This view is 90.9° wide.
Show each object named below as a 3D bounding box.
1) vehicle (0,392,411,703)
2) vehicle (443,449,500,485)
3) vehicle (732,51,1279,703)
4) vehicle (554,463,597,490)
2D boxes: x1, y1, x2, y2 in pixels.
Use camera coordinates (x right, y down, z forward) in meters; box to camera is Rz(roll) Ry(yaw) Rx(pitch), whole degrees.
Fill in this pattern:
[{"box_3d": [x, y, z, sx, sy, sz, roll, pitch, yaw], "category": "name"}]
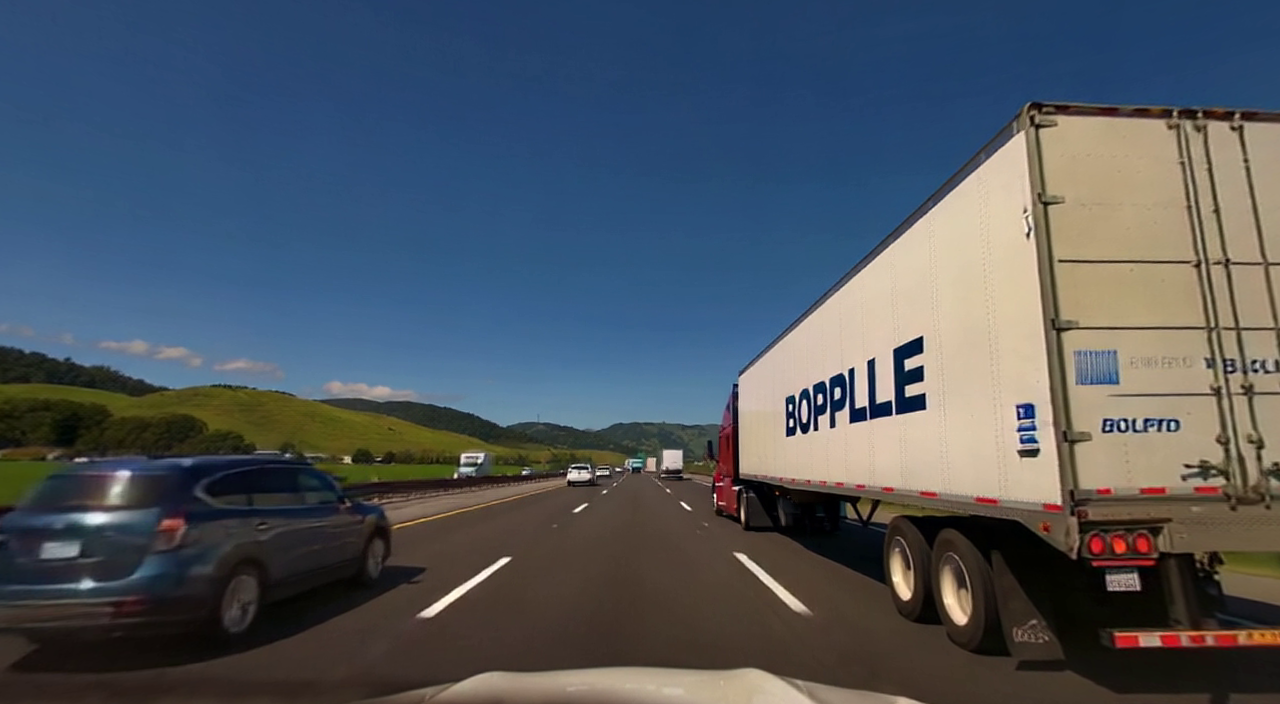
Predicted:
[{"box_3d": [-3.322, 1.240, 4.108, 2.021, 1.505, 4.286, 1, -11, 0], "category": "vehicle"}, {"box_3d": [-12.271, 8.525, 46.464, 2.216, 2.401, 6.740, 1, -11, 0], "category": "vehicle"}, {"box_3d": [4.069, 1.309, 10.703, 2.839, 4.062, 14.051, 1, -11, 0], "category": "vehicle"}, {"box_3d": [-3.947, 7.758, 39.411, 2.088, 1.566, 4.853, 1, -11, 1], "category": "vehicle"}]
